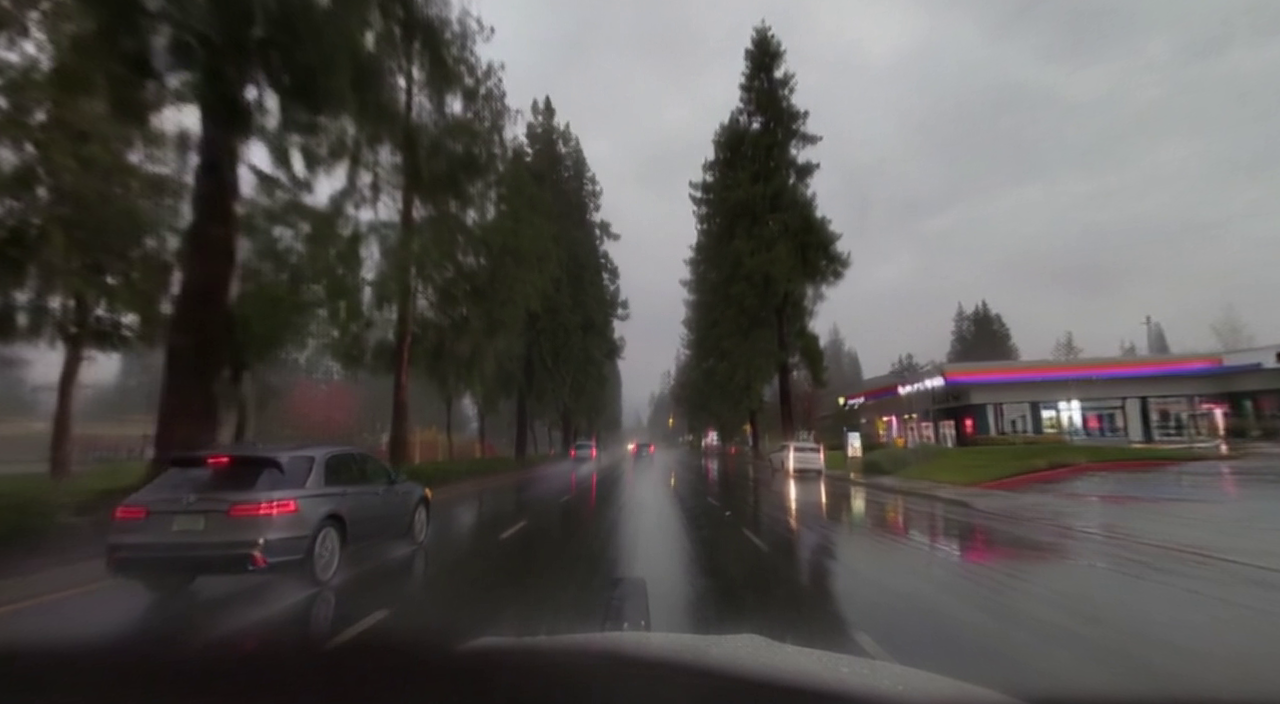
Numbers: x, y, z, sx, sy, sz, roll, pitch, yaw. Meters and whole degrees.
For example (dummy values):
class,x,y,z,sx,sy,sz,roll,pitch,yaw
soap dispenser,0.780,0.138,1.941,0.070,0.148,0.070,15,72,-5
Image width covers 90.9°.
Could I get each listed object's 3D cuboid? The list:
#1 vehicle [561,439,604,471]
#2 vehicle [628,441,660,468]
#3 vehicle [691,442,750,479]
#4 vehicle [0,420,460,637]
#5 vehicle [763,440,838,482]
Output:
class,x,y,z,sx,sy,sz,roll,pitch,yaw
vehicle,-3.376,6.125,37.643,2.051,1.747,4.370,0,-8,1
vehicle,0.259,6.463,39.788,1.922,1.579,3.642,0,-8,0
vehicle,3.447,4.754,27.863,2.010,1.486,4.498,0,-8,0
vehicle,-3.853,1.644,7.145,1.988,1.530,5.155,0,-8,1
vehicle,6.537,4.485,26.243,1.983,1.599,4.243,0,-8,0
